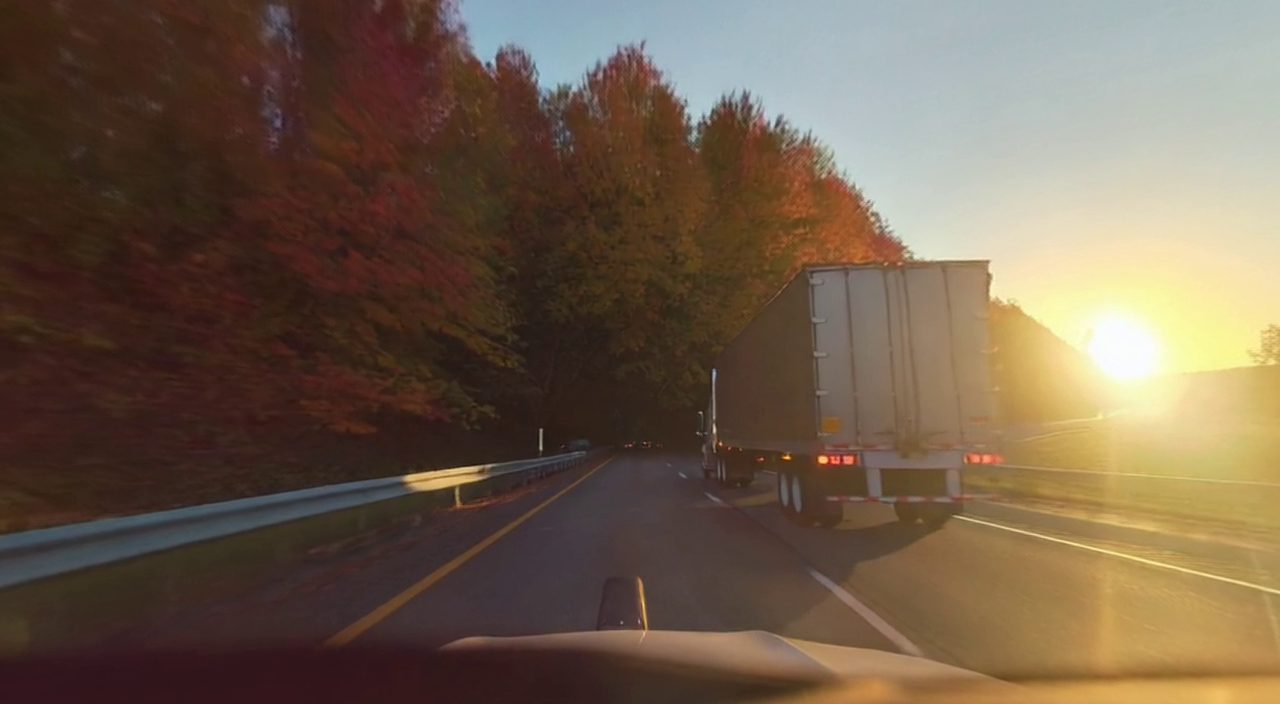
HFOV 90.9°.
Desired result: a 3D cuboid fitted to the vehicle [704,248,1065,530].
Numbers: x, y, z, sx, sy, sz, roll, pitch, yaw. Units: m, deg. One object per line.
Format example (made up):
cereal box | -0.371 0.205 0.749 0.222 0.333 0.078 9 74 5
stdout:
vehicle | 4.237 1.545 16.450 3.357 4.101 14.659 0 -8 -1
